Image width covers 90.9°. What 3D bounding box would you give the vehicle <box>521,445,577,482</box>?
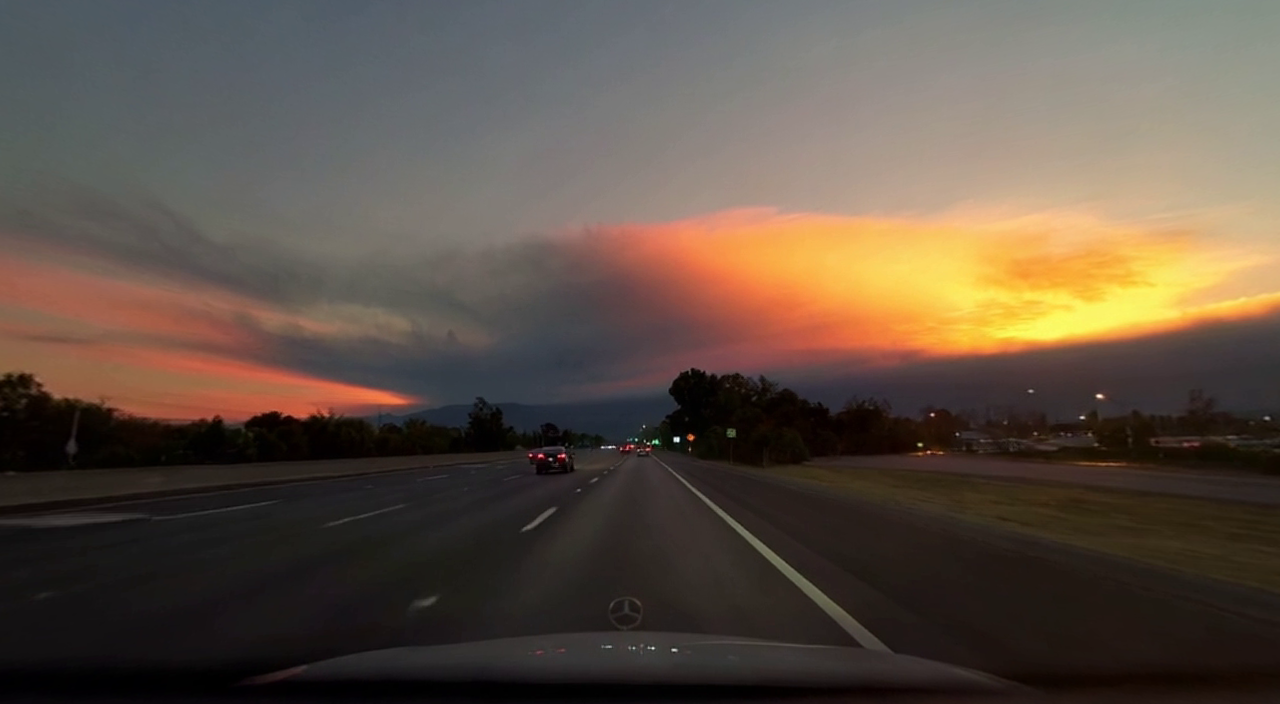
[{"bbox_3d":[-3.857,4.780,27.367,1.786,1.488,4.023,0,-9,1],"label":"vehicle"}]
